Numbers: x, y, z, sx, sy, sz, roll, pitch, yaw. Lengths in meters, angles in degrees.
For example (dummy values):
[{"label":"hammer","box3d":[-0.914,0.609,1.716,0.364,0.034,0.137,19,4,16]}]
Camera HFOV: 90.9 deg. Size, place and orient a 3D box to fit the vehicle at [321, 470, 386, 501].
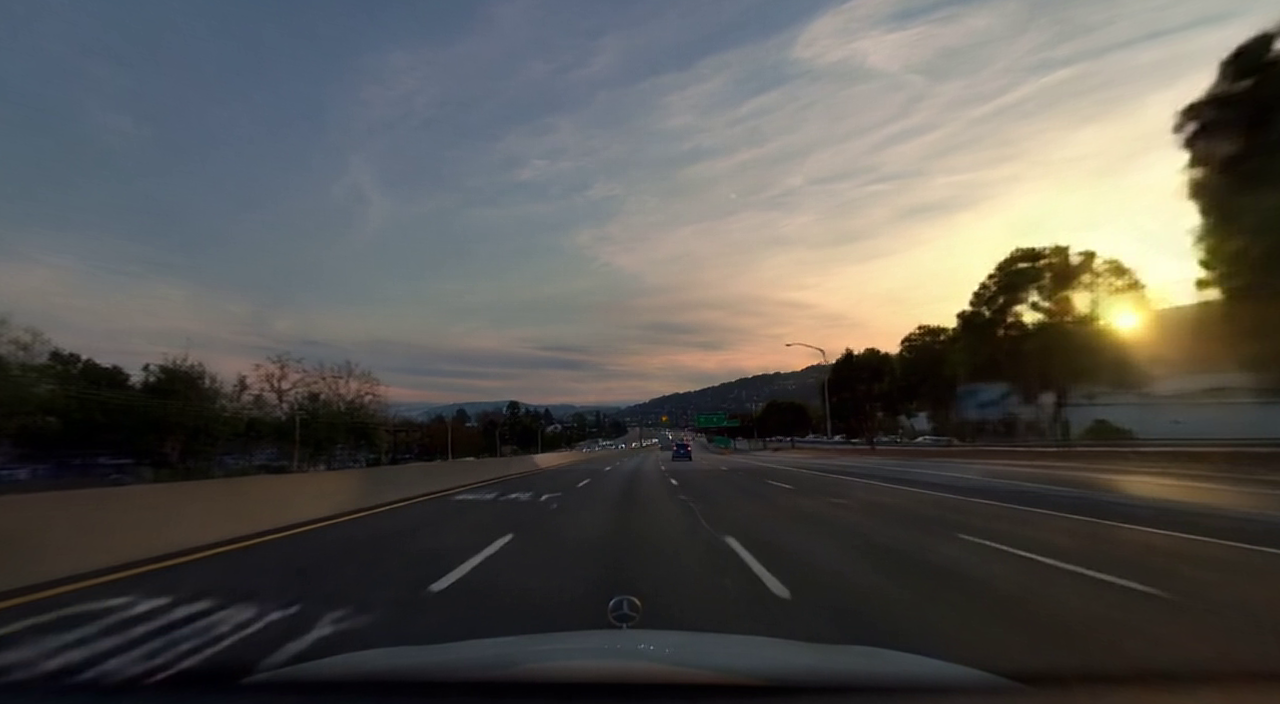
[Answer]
[{"label":"vehicle","box3d":[-15.908,7.400,35.203,1.767,1.466,3.745,0,-8,1]}]
